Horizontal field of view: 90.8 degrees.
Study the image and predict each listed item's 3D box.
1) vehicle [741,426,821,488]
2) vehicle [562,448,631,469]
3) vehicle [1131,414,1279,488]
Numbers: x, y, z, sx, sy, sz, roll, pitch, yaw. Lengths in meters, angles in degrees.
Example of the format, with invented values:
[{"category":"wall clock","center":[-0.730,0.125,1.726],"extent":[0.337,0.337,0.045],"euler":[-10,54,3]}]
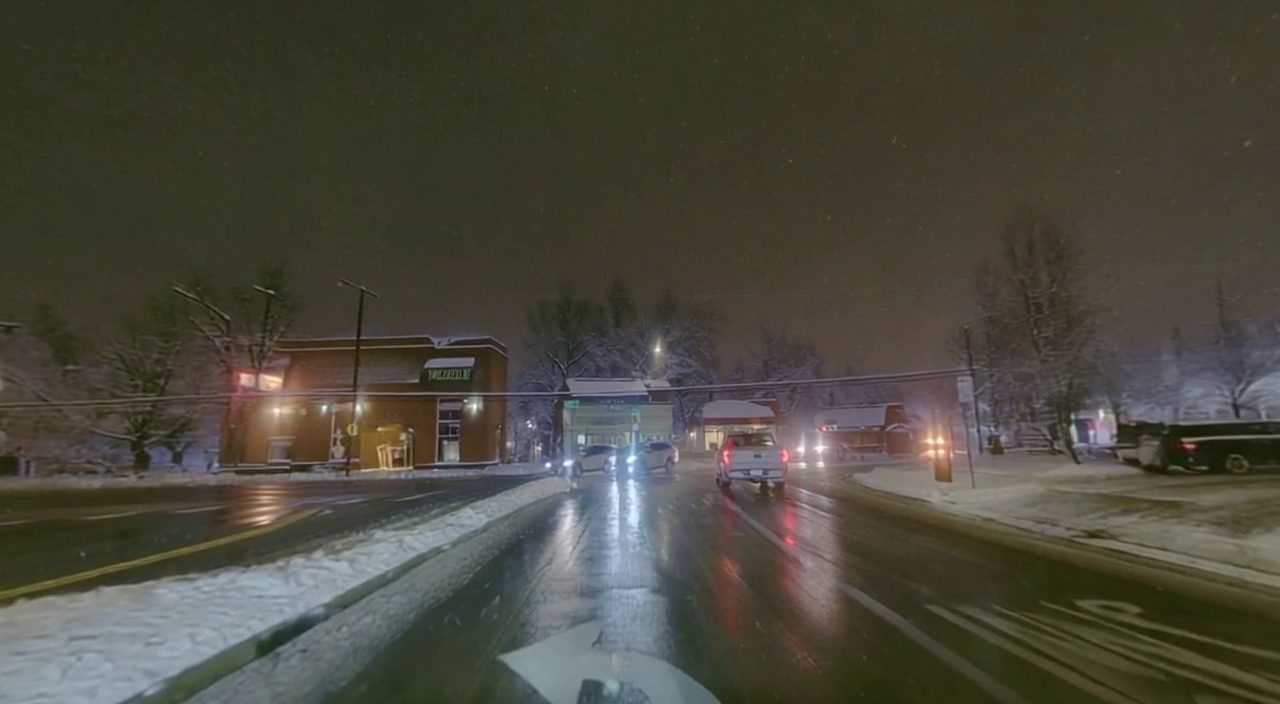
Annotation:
[{"category":"vehicle","center":[4.933,3.715,22.733],"extent":[2.402,1.922,5.677],"euler":[-1,-9,10]},{"category":"vehicle","center":[-3.136,7.689,45.844],"extent":[4.633,1.467,1.842],"euler":[-2,-9,12]},{"category":"vehicle","center":[17.720,2.815,18.417],"extent":[4.765,1.678,2.228],"euler":[-5,-4,7]}]
